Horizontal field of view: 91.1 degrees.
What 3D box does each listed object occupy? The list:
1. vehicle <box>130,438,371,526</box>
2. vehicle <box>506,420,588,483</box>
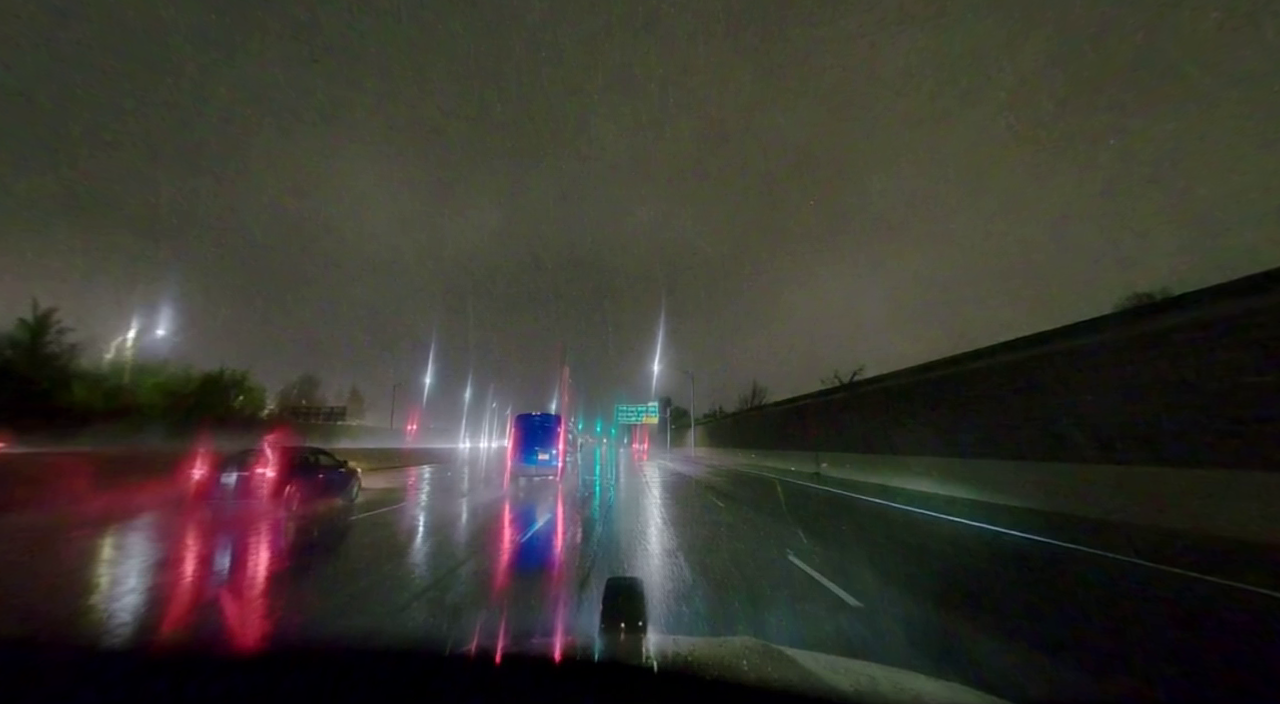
[{"bbox_3d":[-7.778,2.611,13.284,1.987,1.490,4.781,0,-9,1],"label":"vehicle"},{"bbox_3d":[-3.569,3.964,25.259,2.372,2.248,5.393,0,-9,1],"label":"vehicle"}]
